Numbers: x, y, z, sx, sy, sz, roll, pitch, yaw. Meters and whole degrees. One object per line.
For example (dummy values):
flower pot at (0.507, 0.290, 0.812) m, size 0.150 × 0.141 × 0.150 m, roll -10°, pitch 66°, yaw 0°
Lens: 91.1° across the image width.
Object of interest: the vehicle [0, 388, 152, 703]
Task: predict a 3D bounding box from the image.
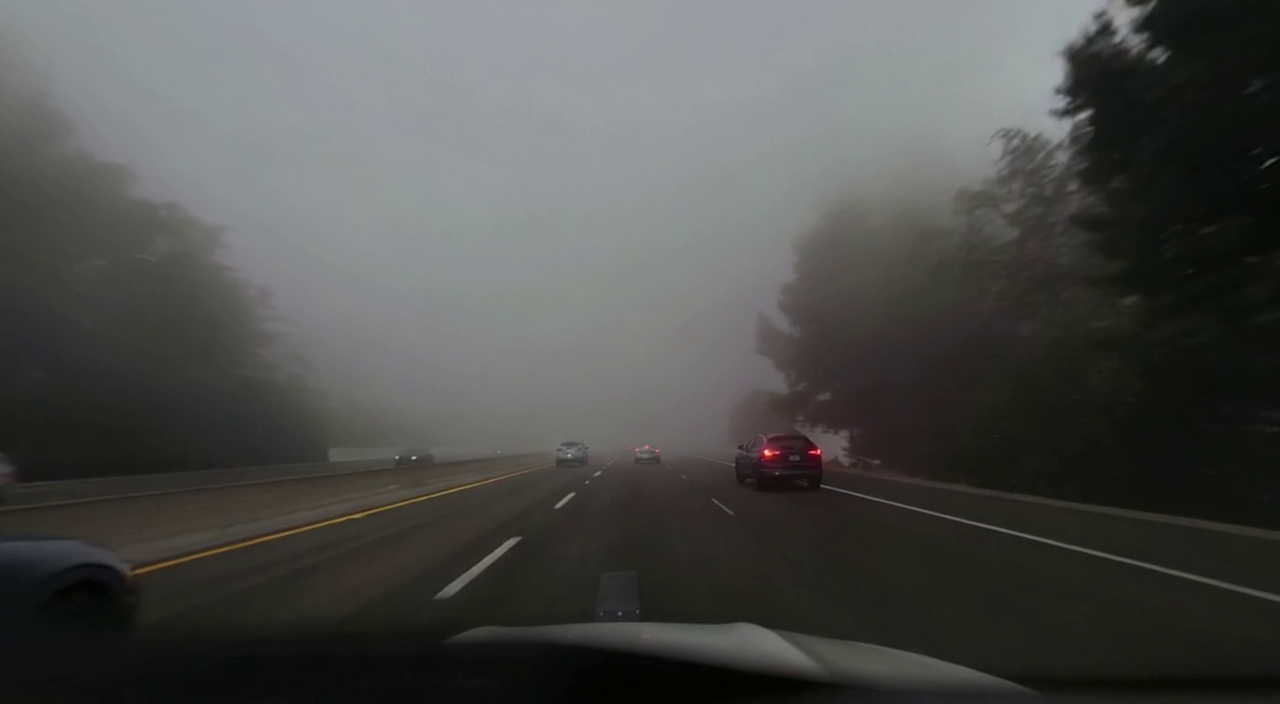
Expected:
vehicle at (-3.519, 0.701, 0.851) m, size 2.066 × 1.561 × 4.495 m, roll 0°, pitch -8°, yaw 0°

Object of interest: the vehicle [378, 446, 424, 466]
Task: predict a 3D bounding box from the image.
vehicle at (-18.880, 8.222, 49.762) m, size 1.932 × 1.451 × 4.081 m, roll -1°, pitch -8°, yaw 2°

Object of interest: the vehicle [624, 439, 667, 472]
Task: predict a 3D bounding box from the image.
vehicle at (0.276, 5.226, 31.957) m, size 2.049 × 1.542 × 3.816 m, roll 0°, pitch -8°, yaw 1°

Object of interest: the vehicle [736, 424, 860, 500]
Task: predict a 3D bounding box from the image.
vehicle at (3.954, 2.840, 16.561) m, size 2.025 × 1.707 × 4.279 m, roll 0°, pitch -8°, yaw -2°

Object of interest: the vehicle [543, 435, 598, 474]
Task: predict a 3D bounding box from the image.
vehicle at (-3.184, 4.813, 29.650) m, size 2.044 × 1.682 × 4.201 m, roll 0°, pitch -8°, yaw 1°
